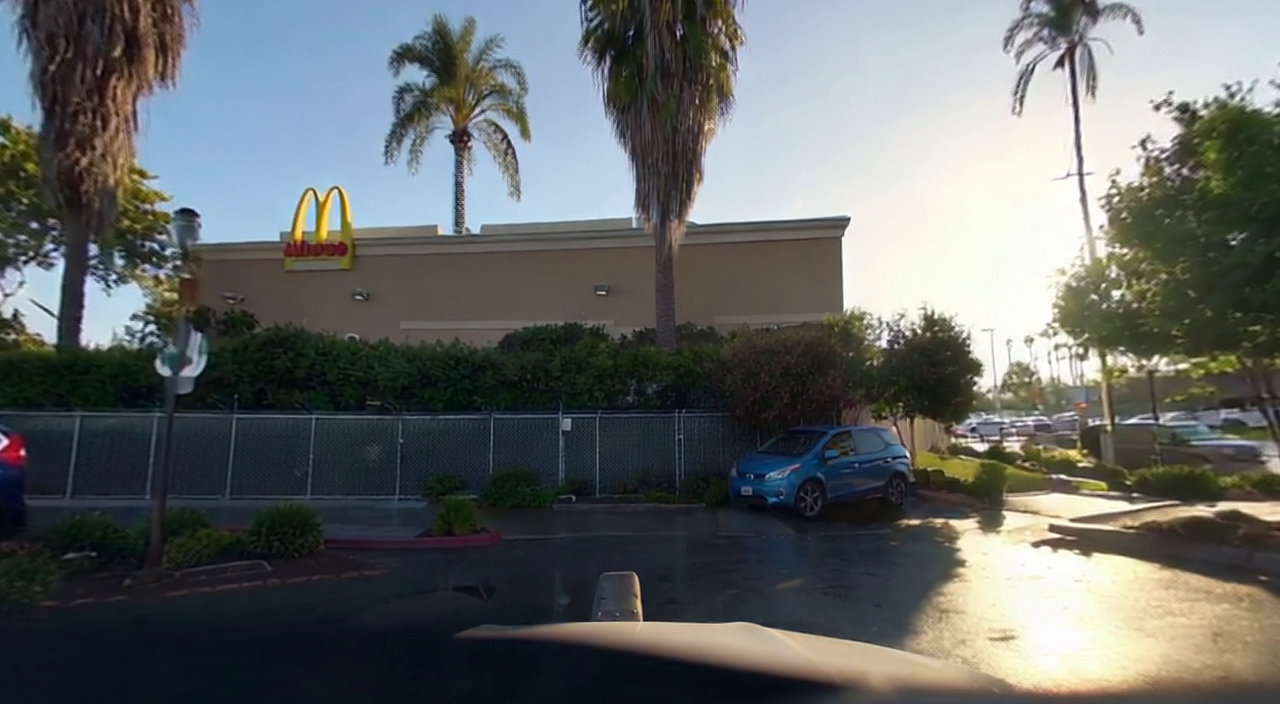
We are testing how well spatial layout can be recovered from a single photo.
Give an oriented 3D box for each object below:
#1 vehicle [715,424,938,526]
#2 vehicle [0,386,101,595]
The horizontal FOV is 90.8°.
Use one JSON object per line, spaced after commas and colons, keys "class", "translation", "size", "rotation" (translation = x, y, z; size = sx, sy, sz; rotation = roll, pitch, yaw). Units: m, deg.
{"class": "vehicle", "translation": [3.988, 2.447, 13.417], "size": [4.365, 1.791, 2.073], "rotation": [4, -7, -30]}
{"class": "vehicle", "translation": [-6.805, 1.078, 4.501], "size": [1.943, 1.890, 4.472], "rotation": [0, -8, -1]}
